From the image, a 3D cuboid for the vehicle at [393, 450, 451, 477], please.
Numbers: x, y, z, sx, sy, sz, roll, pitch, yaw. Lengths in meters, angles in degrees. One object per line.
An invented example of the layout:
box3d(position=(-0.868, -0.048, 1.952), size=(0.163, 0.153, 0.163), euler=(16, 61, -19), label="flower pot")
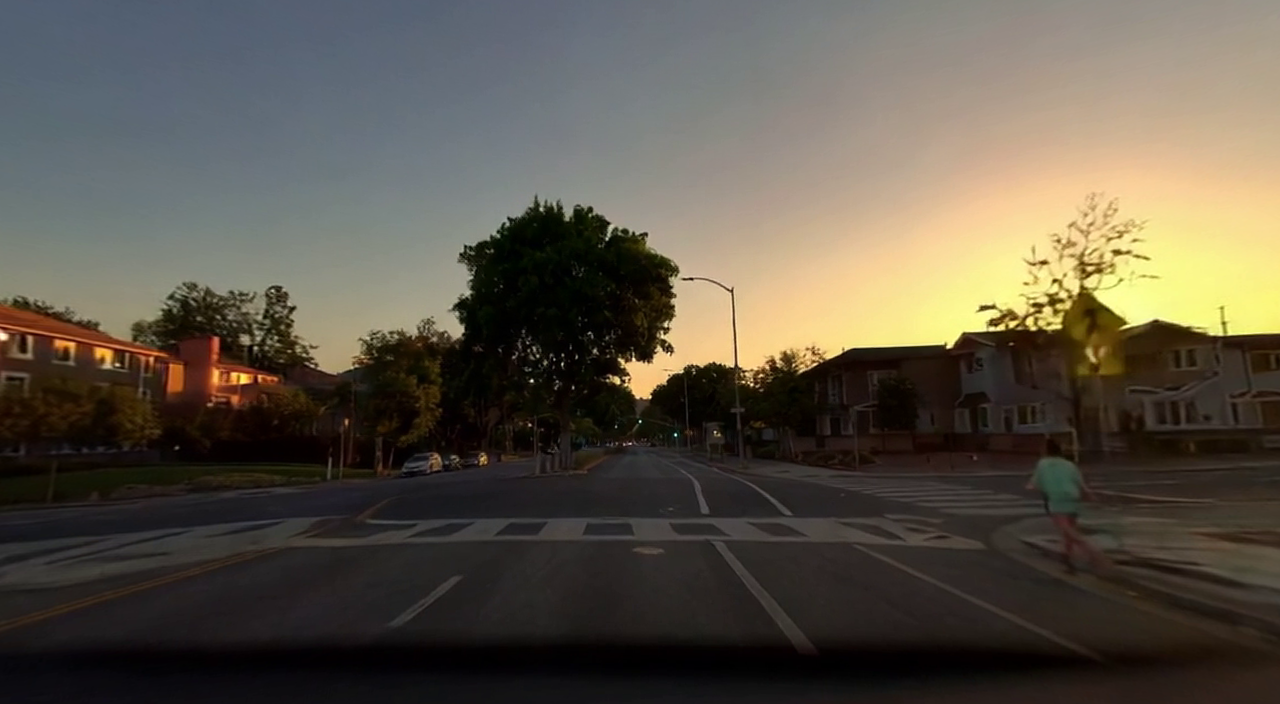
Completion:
box3d(position=(-14.619, 7.534, 42.624), size=(2.085, 1.685, 4.523), euler=(-1, -10, 4), label="vehicle")
